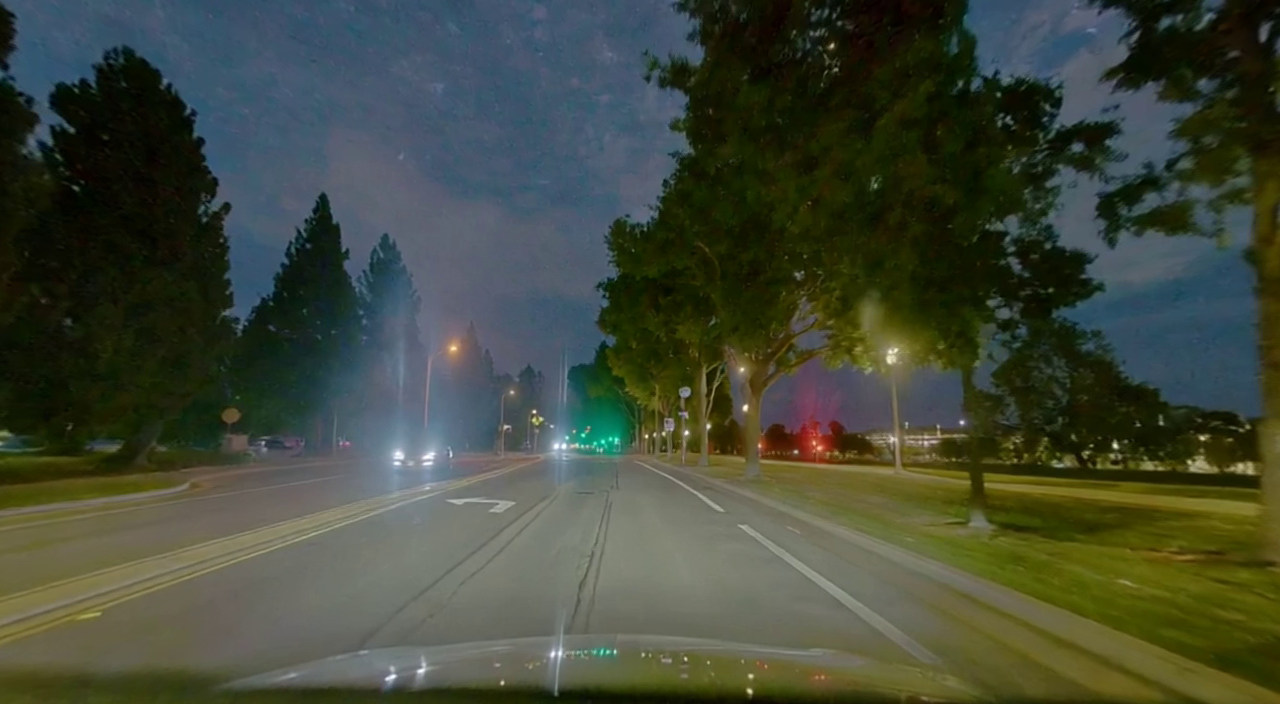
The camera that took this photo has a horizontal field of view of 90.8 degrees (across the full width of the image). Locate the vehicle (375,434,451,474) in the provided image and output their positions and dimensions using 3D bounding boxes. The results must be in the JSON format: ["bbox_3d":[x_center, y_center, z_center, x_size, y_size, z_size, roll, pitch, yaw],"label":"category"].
[{"bbox_3d":[-9.719,4.379,27.392,2.008,1.565,4.182,0,-8,-5],"label":"vehicle"}]
